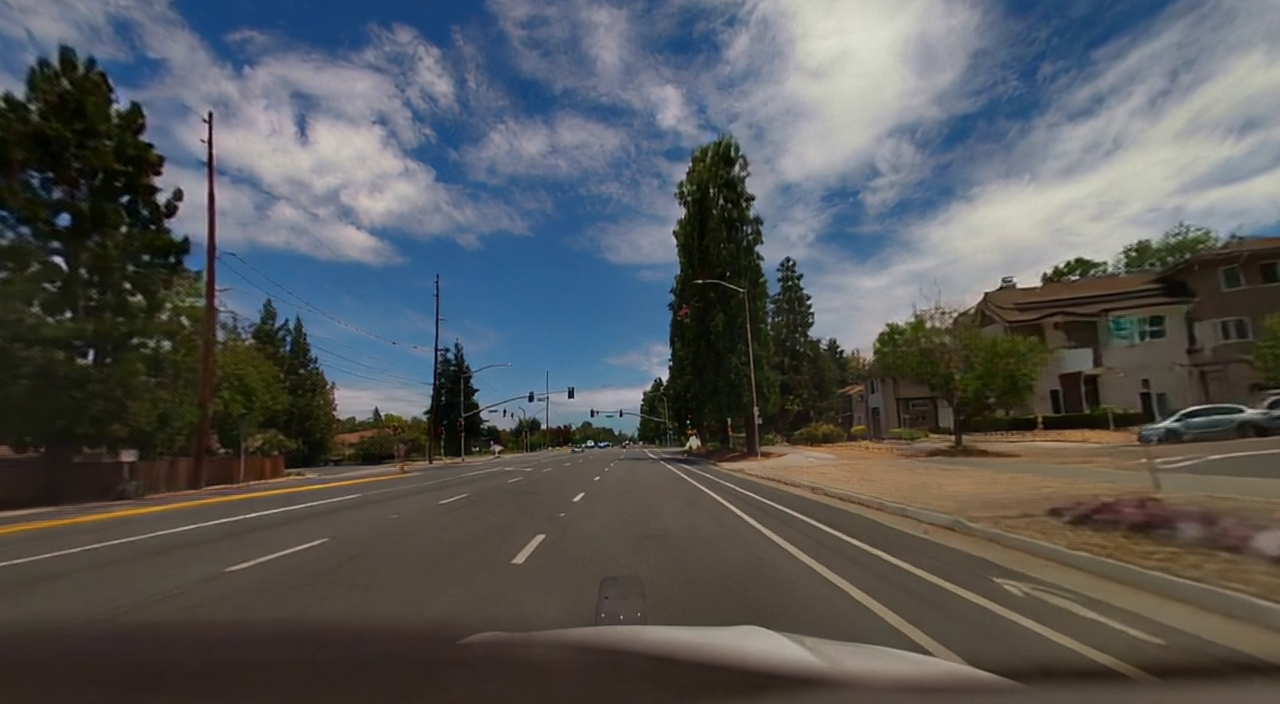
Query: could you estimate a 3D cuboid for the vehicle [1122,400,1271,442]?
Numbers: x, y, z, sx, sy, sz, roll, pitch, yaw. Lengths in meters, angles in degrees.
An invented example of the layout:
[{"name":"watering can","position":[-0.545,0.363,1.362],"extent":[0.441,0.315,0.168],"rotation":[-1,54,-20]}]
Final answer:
[{"name":"vehicle","position":[22.777,2.920,26.136],"extent":[1.911,1.598,4.322],"rotation":[1,-8,-6]}]
